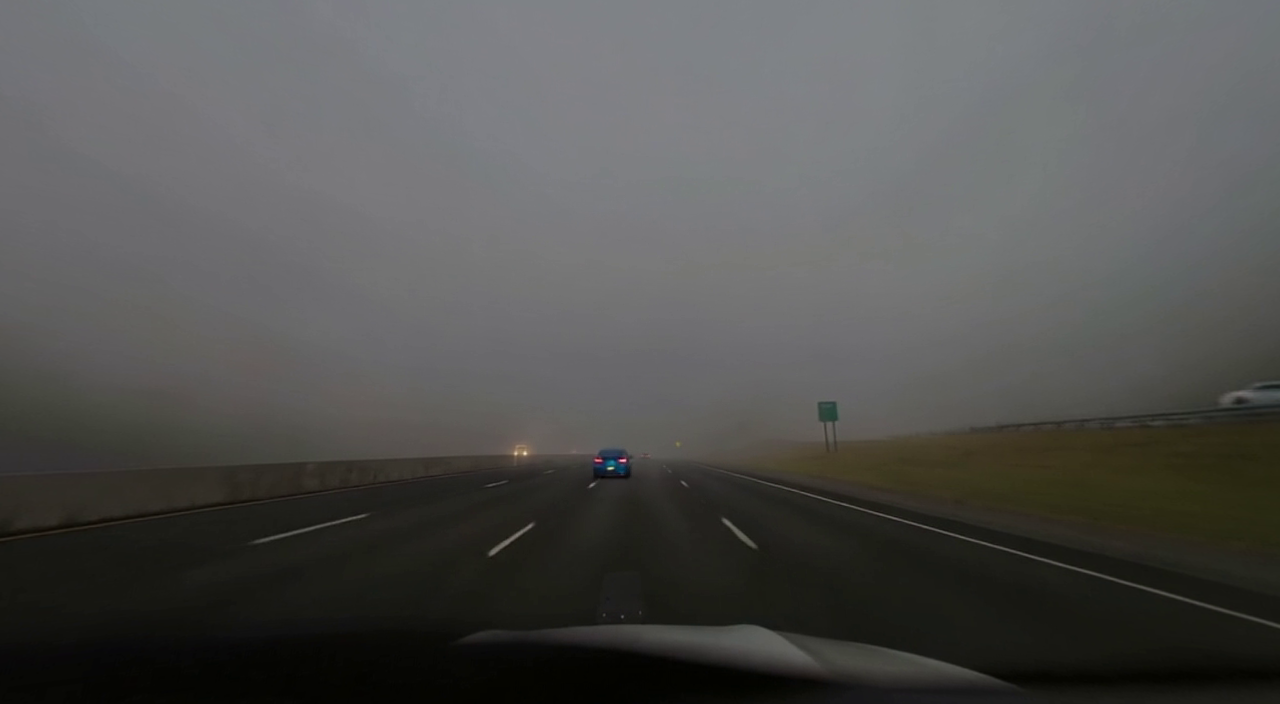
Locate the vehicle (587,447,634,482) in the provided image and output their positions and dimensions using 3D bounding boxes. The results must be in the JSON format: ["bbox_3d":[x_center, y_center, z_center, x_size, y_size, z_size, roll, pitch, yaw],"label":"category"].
[{"bbox_3d":[-1.303,5.250,29.584,1.908,1.515,3.871,0,-9,1],"label":"vehicle"}]
